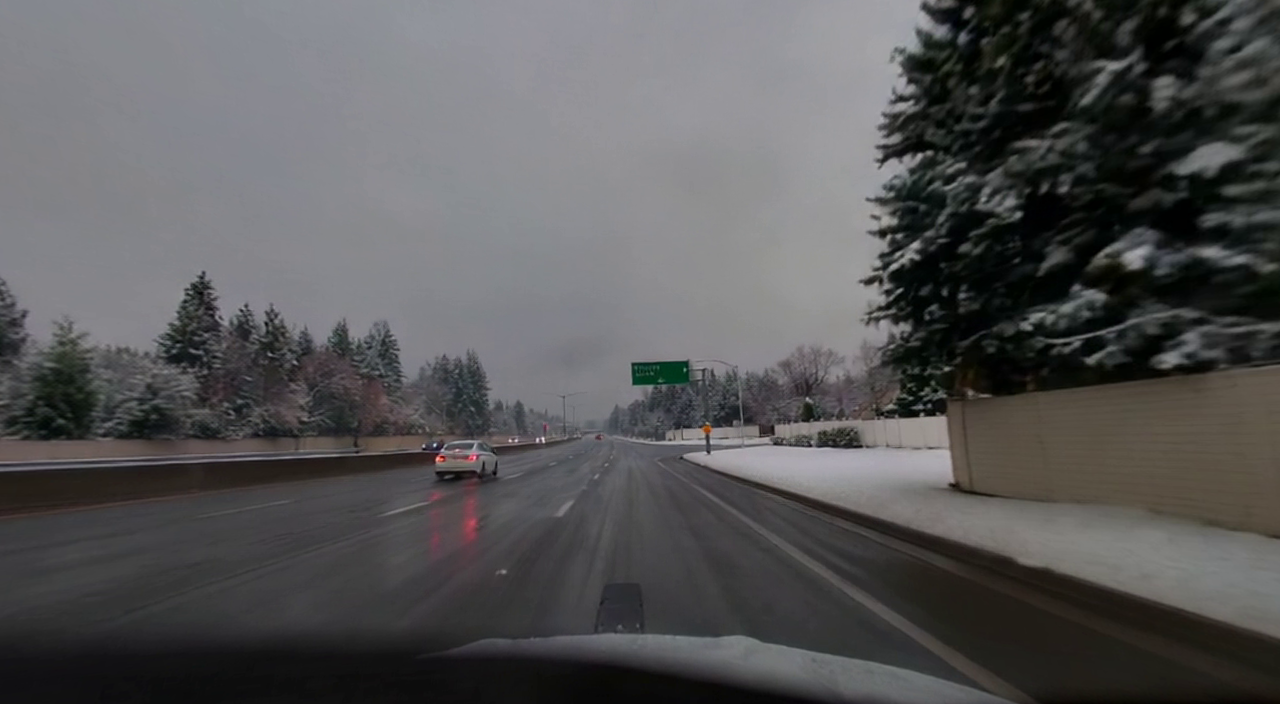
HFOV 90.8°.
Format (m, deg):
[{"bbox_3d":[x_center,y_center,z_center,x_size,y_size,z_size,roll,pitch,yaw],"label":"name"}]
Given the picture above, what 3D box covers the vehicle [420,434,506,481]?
[{"bbox_3d":[-7.087,4.276,25.860,2.115,1.711,4.722,0,-8,0],"label":"vehicle"}]
